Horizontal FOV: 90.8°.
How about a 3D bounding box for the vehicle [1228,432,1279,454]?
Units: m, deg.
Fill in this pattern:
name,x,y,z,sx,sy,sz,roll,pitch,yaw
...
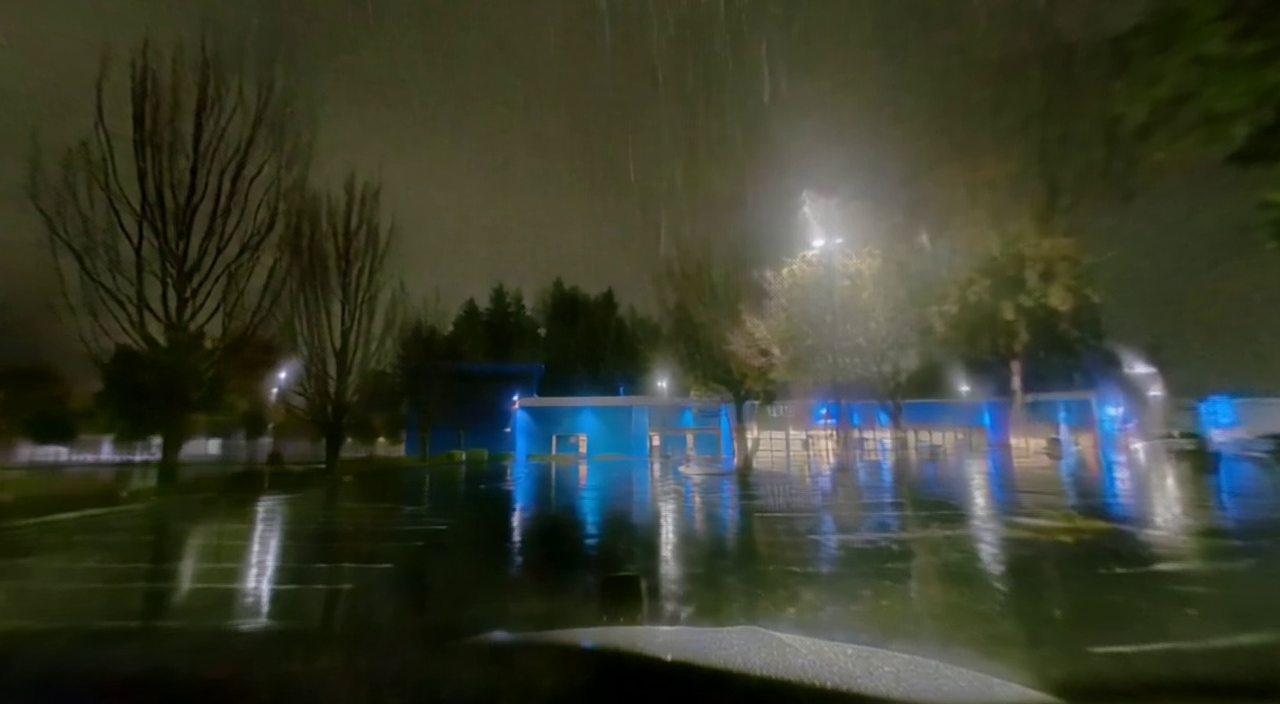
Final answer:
name,x,y,z,sx,sy,sz,roll,pitch,yaw
vehicle,44.683,6.436,44.756,4.206,1.526,1.886,0,-8,-3
